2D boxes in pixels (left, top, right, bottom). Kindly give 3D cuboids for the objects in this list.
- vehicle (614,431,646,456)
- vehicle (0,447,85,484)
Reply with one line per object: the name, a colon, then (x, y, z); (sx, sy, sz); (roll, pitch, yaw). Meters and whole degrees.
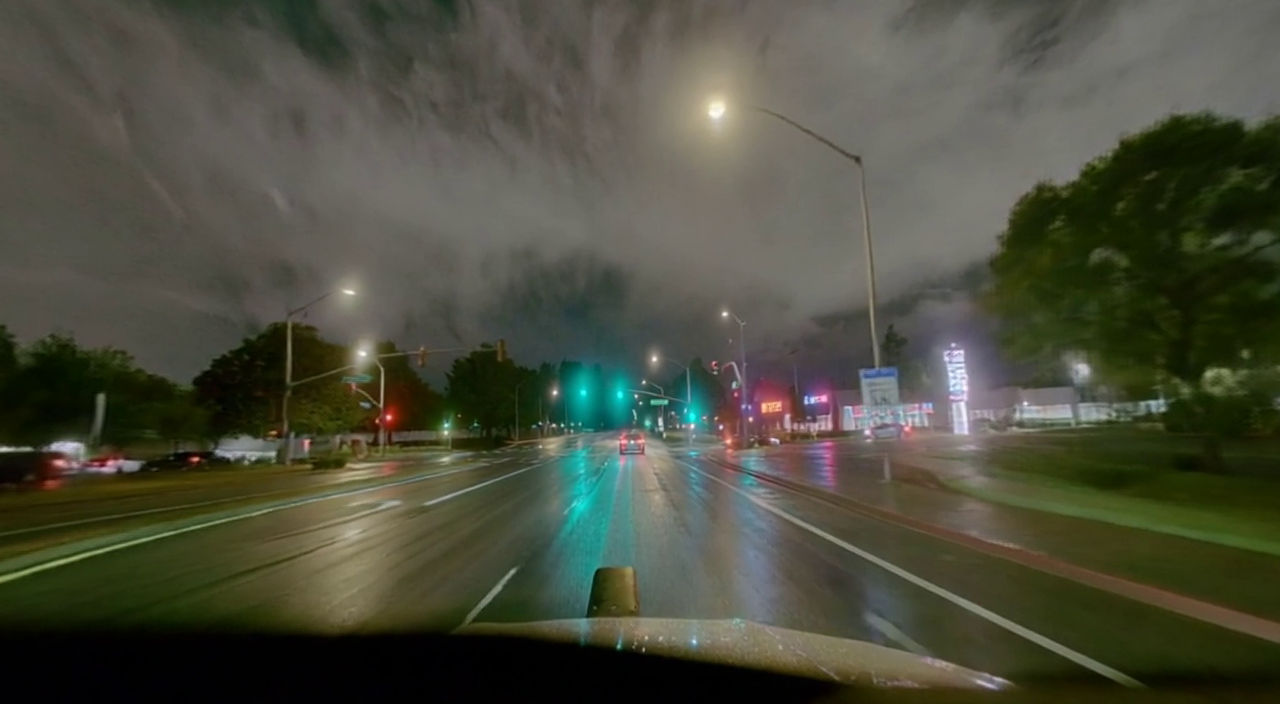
vehicle: (-0.693, 6.283, 43.249); (2.024, 1.628, 4.774); (0, -8, -1)
vehicle: (-30.608, 5.497, 30.747); (5.136, 1.723, 1.953); (0, -9, -3)
